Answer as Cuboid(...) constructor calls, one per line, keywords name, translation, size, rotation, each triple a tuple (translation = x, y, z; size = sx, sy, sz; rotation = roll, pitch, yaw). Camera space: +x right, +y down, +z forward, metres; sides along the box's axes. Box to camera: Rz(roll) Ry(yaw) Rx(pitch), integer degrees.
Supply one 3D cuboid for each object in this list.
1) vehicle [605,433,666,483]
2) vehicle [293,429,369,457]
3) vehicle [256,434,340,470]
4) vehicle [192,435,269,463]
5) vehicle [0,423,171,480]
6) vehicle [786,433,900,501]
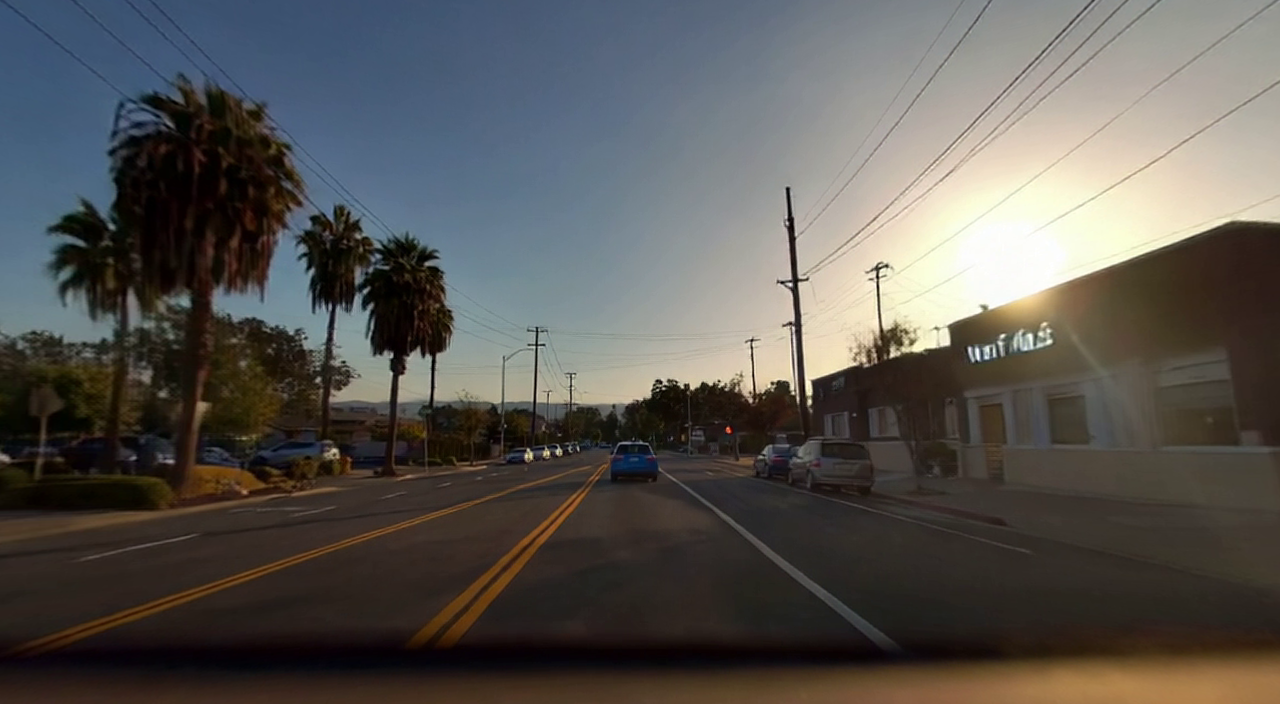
Cuboid(name="vehicle", translation=(-0.206, 4.241, 25.498), size=(2.264, 1.798, 4.563), rotation=(0, -8, -1))
Cuboid(name="vehicle", translation=(-20.833, 6.147, 42.559), size=(1.911, 1.762, 4.127), rotation=(-7, -11, 42))
Cuboid(name="vehicle", translation=(-17.603, 5.167, 32.679), size=(2.084, 1.678, 4.707), rotation=(1, -9, -6))
Cuboid(name="vehicle", translation=(-22.928, 5.454, 35.464), size=(1.829, 1.492, 4.487), rotation=(1, -9, -8))
Cuboid(name="vehicle", translation=(-18.999, 3.312, 21.119), size=(4.976, 1.741, 1.986), rotation=(7, -11, -40))
Cuboid(name="vehicle", translation=(5.964, 3.421, 19.154), size=(1.945, 1.791, 4.460), rotation=(0, -9, 0))
